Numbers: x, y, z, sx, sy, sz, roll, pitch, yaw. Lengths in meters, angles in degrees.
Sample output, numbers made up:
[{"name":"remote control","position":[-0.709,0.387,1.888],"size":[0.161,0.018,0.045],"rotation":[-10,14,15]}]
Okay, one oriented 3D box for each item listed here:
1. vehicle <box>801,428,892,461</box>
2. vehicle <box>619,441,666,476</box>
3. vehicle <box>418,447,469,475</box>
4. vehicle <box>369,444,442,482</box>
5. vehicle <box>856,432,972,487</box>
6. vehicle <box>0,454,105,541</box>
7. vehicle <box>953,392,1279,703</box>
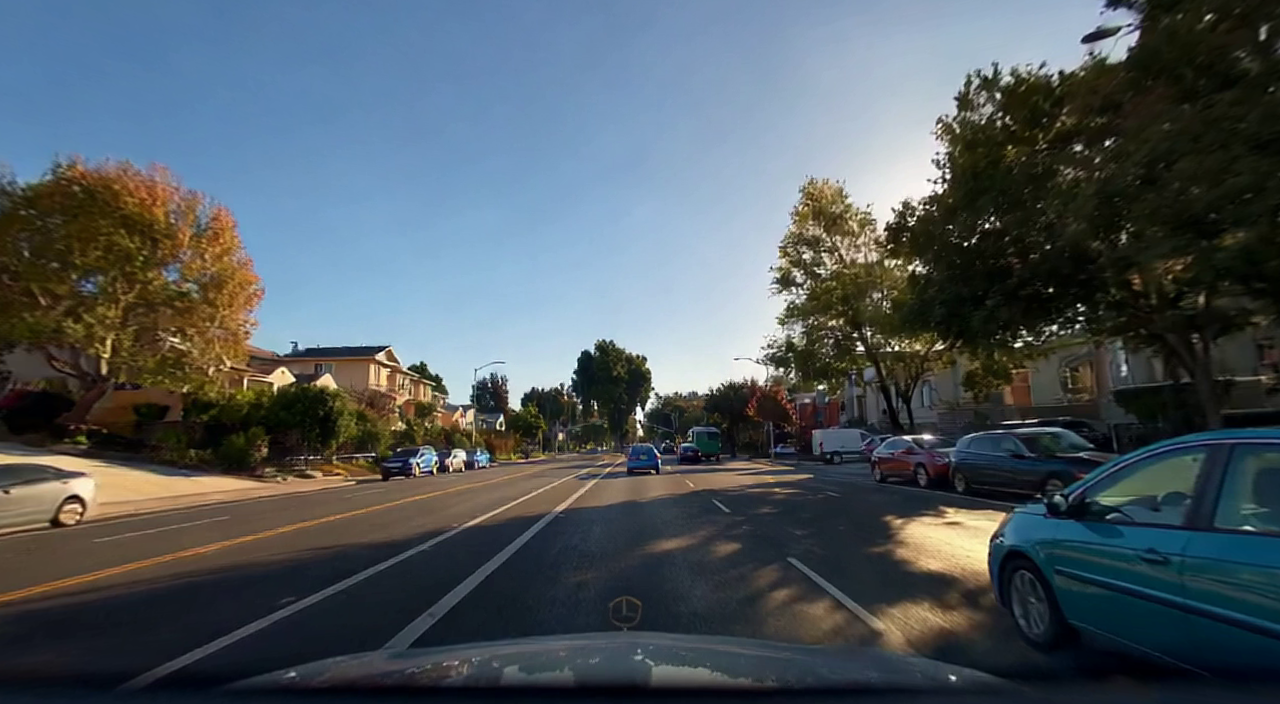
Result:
[{"name":"vehicle","position":[14.728,6.639,45.360],"size":[5.696,2.299,2.292],"rotation":[0,-9,-2]},{"name":"vehicle","position":[0.069,4.986,29.816],"size":[2.093,1.497,4.010],"rotation":[0,-9,-1]},{"name":"vehicle","position":[-14.454,8.013,46.733],"size":[2.140,1.899,4.900],"rotation":[-1,-9,0]},{"name":"vehicle","position":[-14.527,6.885,39.558],"size":[2.351,2.008,5.971],"rotation":[-4,-9,-1]},{"name":"vehicle","position":[9.716,3.846,22.883],"size":[2.139,1.772,4.468],"rotation":[0,-9,-1]},{"name":"vehicle","position":[-14.429,3.048,13.125],"size":[2.033,1.774,5.266],"rotation":[0,-9,-1]},{"name":"vehicle","position":[3.526,0.968,2.839],"size":[1.992,1.505,4.333],"rotation":[0,-9,0]}]
